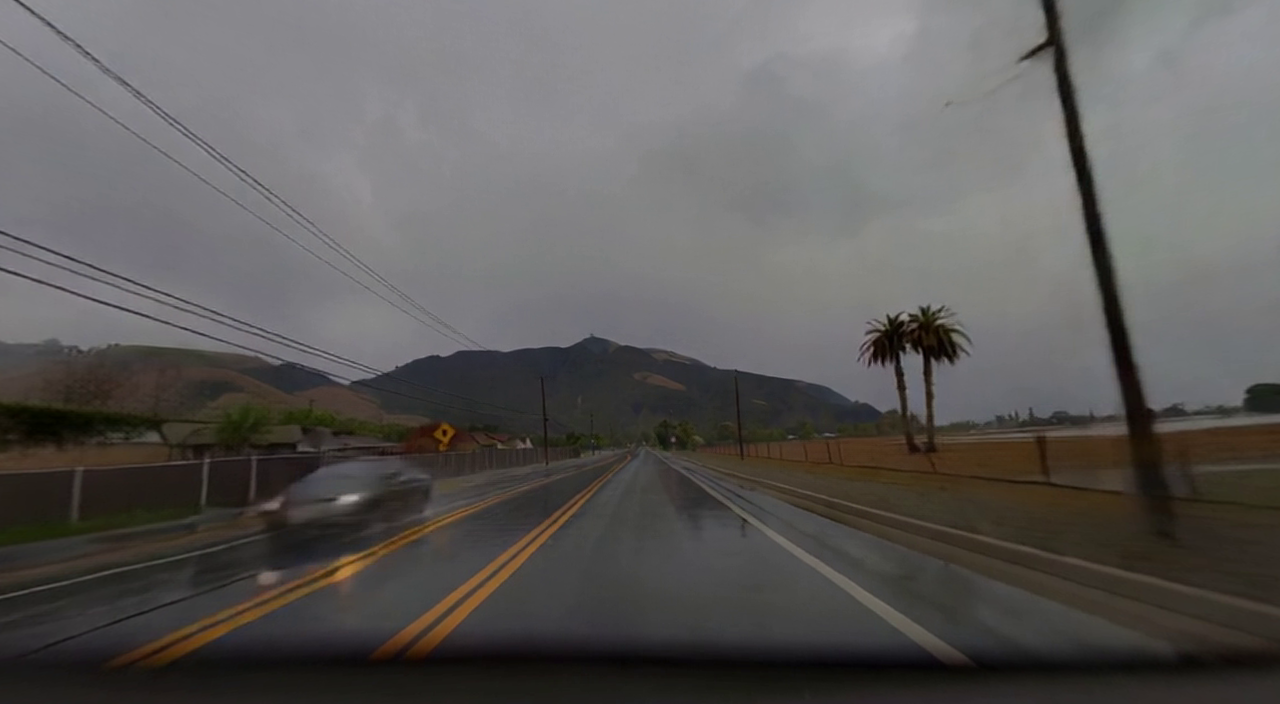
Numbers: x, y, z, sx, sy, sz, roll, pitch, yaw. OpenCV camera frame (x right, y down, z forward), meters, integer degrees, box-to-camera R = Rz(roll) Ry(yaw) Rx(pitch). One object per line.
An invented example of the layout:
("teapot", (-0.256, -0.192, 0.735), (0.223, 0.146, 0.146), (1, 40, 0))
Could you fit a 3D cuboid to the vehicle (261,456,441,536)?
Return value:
("vehicle", (-6.508, 3.252, 14.865), (1.973, 1.487, 4.612), (0, -8, 1))
